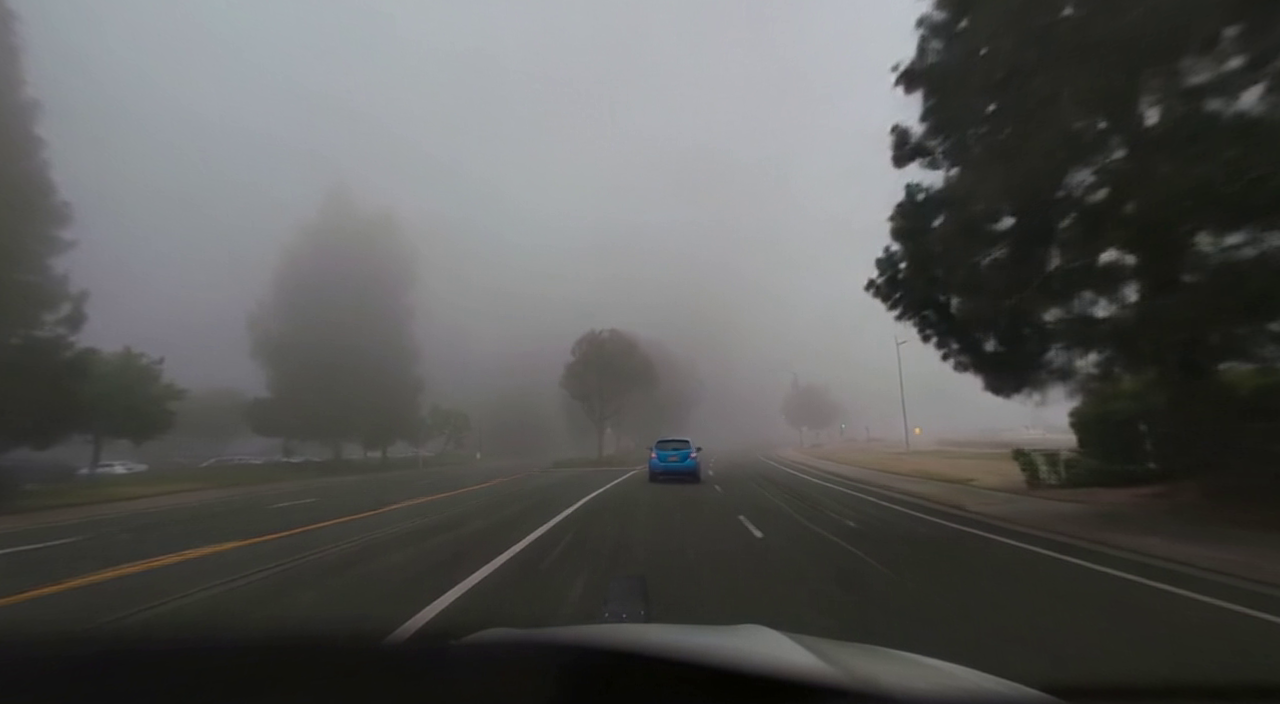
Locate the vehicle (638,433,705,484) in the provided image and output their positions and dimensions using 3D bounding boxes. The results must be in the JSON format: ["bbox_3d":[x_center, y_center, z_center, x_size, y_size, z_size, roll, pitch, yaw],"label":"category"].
[{"bbox_3d":[1.084,3.489,20.910,2.010,1.535,3.735,-1,-8,5],"label":"vehicle"}]
